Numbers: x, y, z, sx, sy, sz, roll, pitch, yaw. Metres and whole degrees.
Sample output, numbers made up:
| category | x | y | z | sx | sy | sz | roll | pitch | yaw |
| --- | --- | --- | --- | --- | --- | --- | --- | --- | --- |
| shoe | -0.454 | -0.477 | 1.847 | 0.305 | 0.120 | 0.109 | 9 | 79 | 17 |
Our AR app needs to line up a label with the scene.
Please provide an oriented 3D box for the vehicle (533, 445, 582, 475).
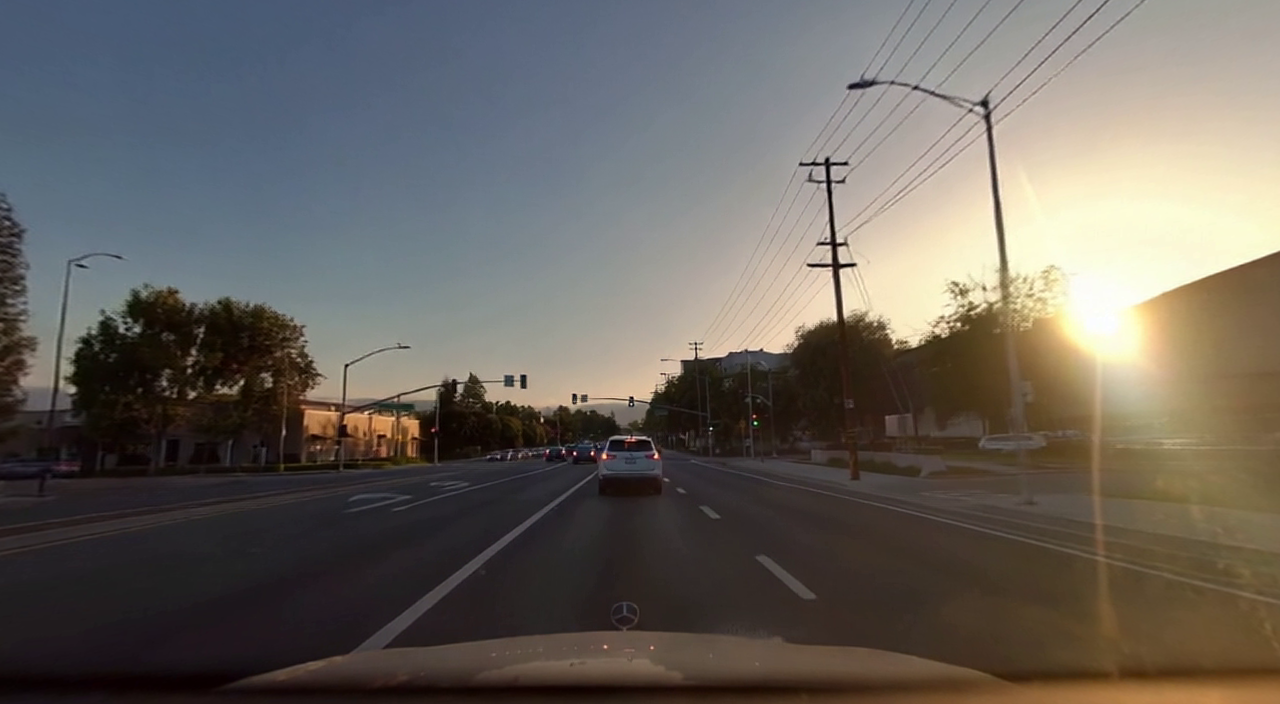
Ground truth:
| category | x | y | z | sx | sy | sz | roll | pitch | yaw |
| --- | --- | --- | --- | --- | --- | --- | --- | --- | --- |
| vehicle | -4.222 | 5.616 | 33.158 | 2.075 | 1.474 | 4.367 | 0 | -8 | -1 |

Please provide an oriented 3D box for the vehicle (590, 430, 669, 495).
| category | x | y | z | sx | sy | sz | roll | pitch | yaw |
| --- | --- | --- | --- | --- | --- | --- | --- | --- | --- |
| vehicle | -0.352 | 3.405 | 19.771 | 2.188 | 1.782 | 3.982 | 0 | -8 | -2 |
